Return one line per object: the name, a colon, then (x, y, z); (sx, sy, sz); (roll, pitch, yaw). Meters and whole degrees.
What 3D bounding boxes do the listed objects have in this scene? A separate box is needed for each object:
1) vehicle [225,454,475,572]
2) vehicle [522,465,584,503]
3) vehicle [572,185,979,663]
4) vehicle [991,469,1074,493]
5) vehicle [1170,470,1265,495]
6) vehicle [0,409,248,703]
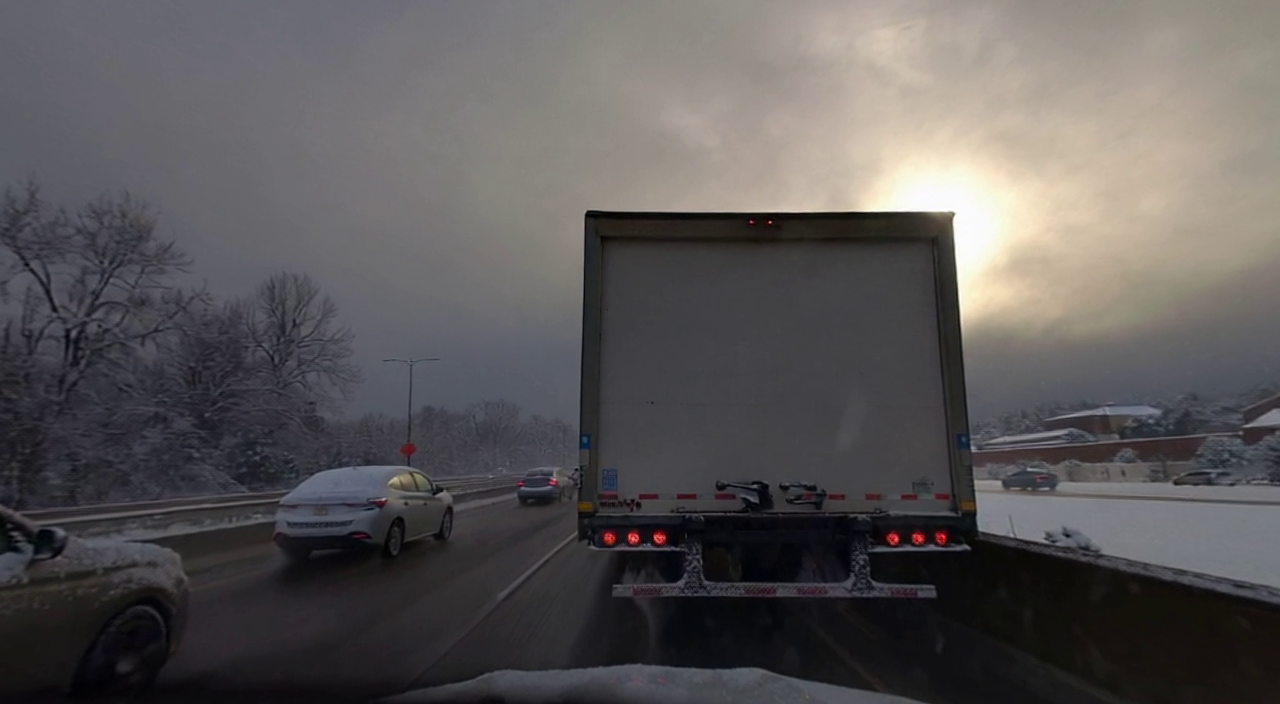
vehicle: (-4.295, 2.471, 10.313); (1.946, 1.469, 4.431); (1, -11, 0)
vehicle: (-3.687, 5.698, 27.405); (1.964, 1.482, 4.371); (0, -11, 1)
vehicle: (0.927, 1.214, 8.977); (2.831, 3.529, 8.689); (1, -11, 0)
vehicle: (25.917, 8.548, 41.758); (4.299, 1.465, 1.807); (-4, -11, 22)
vehicle: (36.246, 8.190, 39.607); (3.974, 1.485, 1.709); (-1, -11, 7)
vehicle: (-3.467, 0.804, 1.486); (1.983, 1.509, 4.679); (0, -11, 1)
